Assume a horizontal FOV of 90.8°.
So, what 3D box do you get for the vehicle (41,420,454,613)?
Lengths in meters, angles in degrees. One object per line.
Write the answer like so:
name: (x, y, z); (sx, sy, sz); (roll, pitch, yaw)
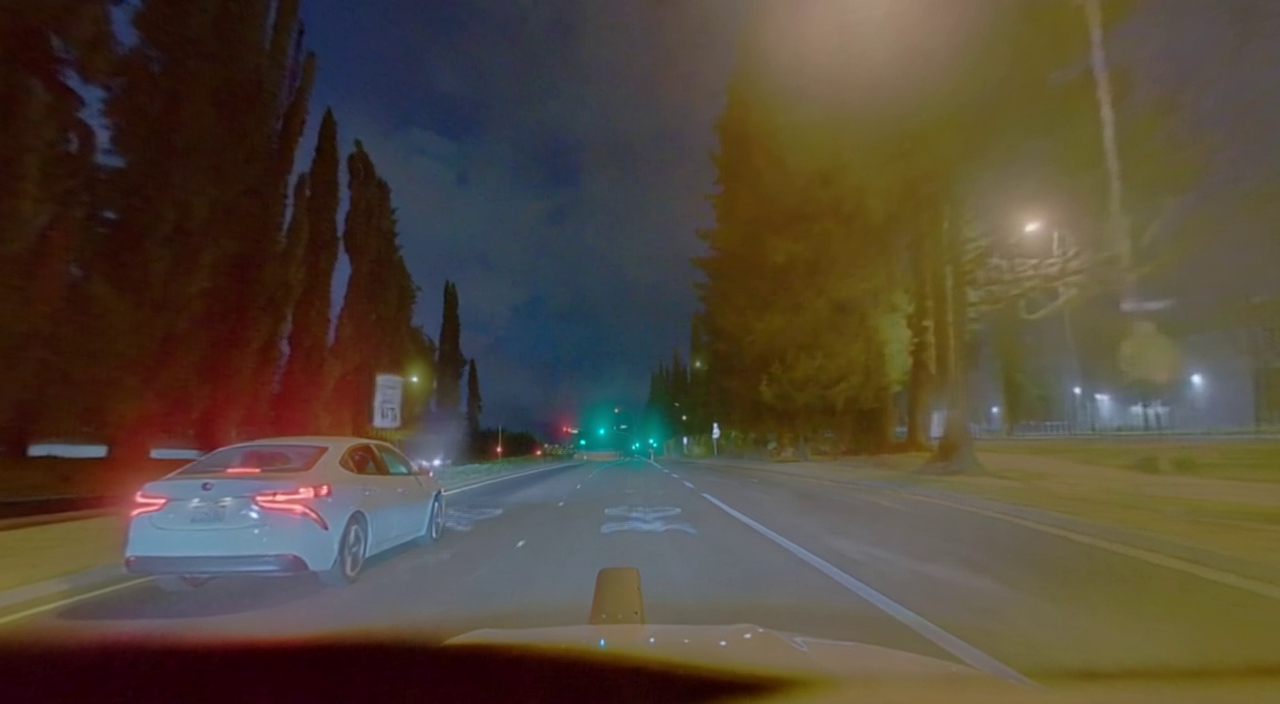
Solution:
vehicle: (-3.806, 1.641, 7.280); (1.915, 1.521, 4.283); (0, -9, 1)
